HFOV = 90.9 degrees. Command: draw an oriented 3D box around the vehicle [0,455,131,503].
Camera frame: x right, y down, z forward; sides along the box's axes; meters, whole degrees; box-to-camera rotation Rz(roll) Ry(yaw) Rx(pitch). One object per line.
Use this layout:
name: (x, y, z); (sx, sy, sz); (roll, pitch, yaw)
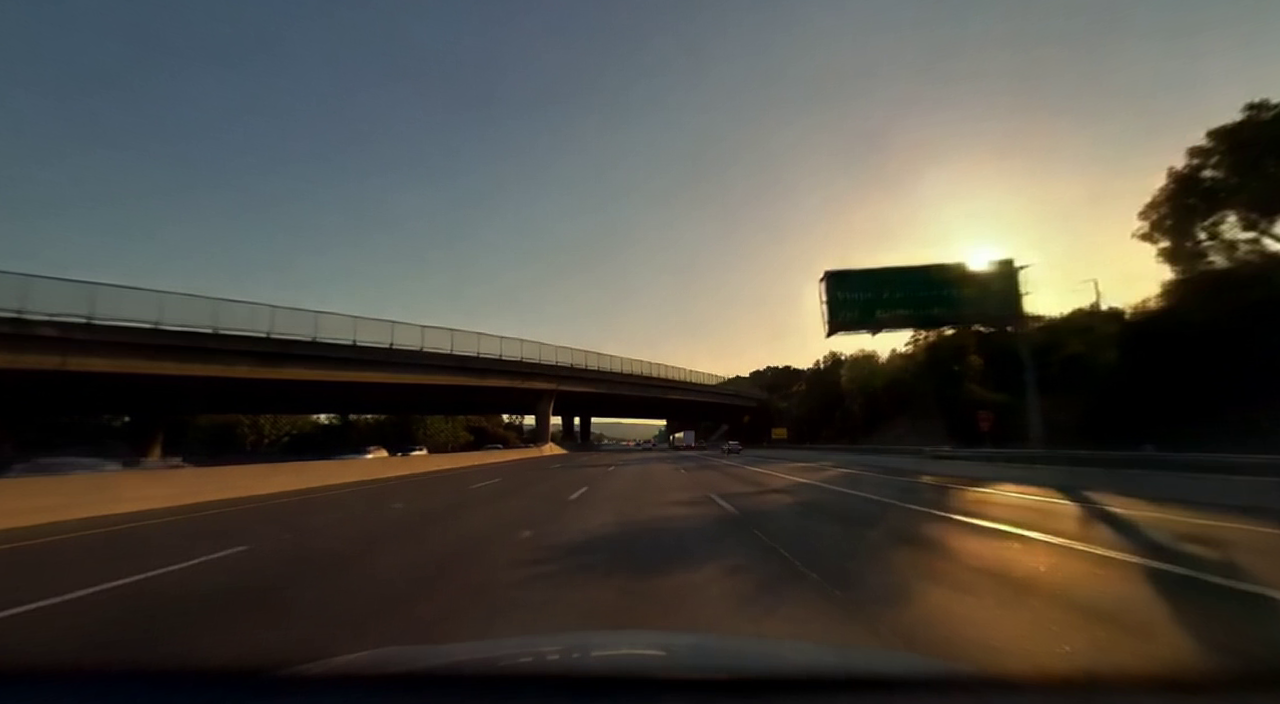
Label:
vehicle: (-22.178, 4.710, 23.826); (1.909, 1.536, 4.882); (0, -8, -1)

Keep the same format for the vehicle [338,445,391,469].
vehicle: (-20.722, 7.917, 47.594); (1.929, 1.688, 4.519); (0, -8, 0)
